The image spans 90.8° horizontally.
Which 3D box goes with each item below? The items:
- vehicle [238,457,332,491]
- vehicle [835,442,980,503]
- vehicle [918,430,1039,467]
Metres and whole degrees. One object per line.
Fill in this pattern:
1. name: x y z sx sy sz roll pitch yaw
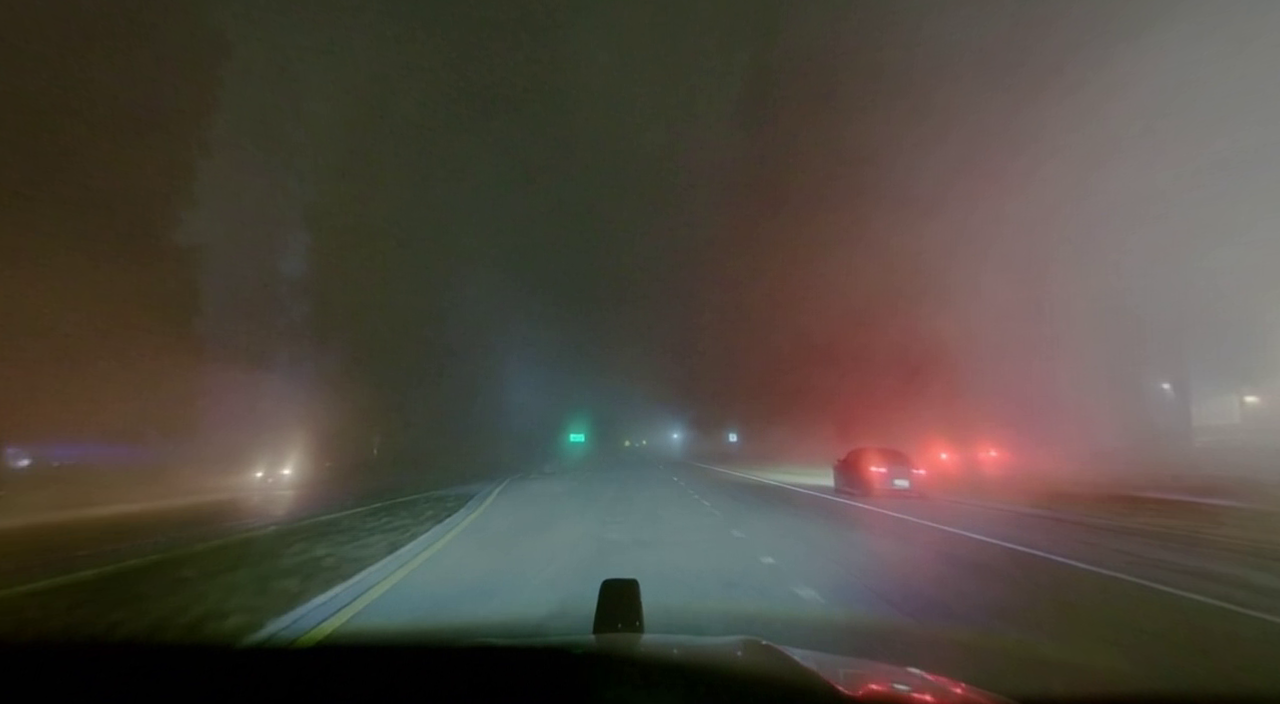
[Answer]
1. vehicle: -17.796 6.119 31.985 1.961 1.437 4.867 0 -8 0
2. vehicle: 7.193 3.257 17.615 1.961 1.465 4.468 0 -8 -2
3. vehicle: 16.601 4.758 31.180 4.807 1.768 1.947 -1 -8 2
